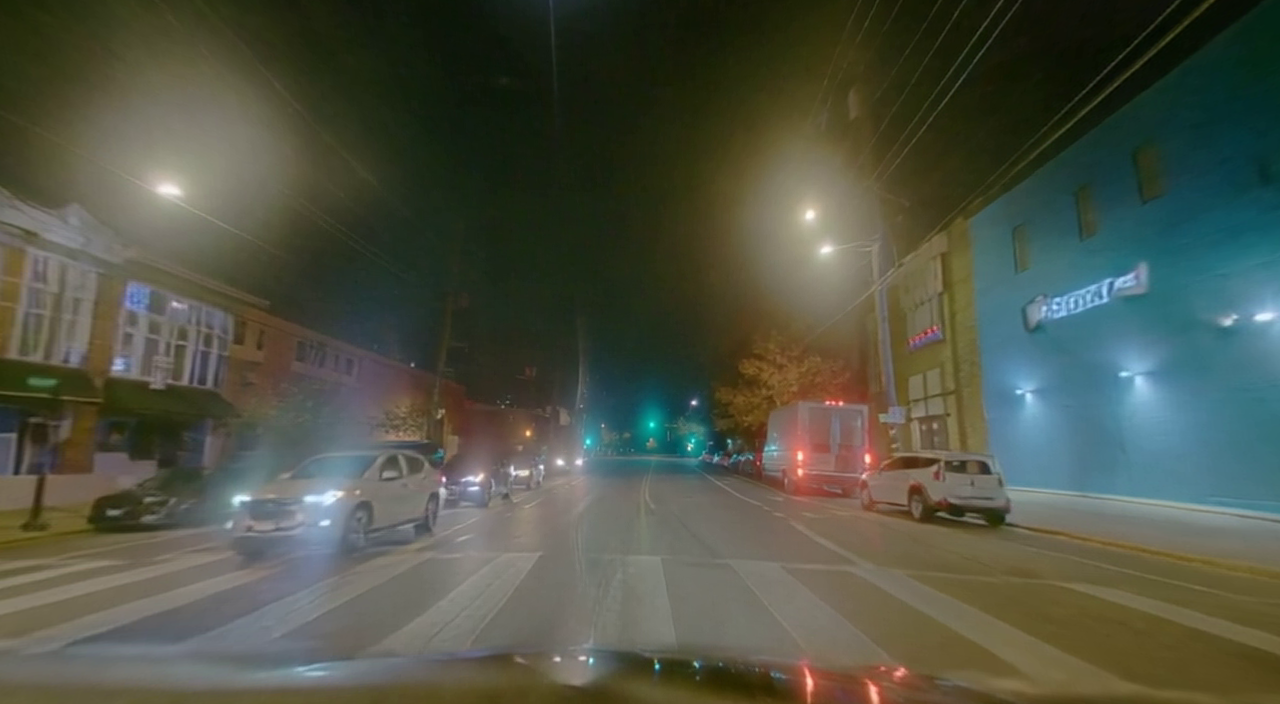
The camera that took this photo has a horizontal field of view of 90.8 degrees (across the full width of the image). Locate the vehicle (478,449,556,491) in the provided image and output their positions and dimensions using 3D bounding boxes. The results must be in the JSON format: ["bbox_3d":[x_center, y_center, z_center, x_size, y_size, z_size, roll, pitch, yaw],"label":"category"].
[{"bbox_3d":[-4.730,4.579,25.023,1.845,1.469,4.413,-1,-8,5],"label":"vehicle"}]

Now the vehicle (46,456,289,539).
[{"bbox_3d":[-10.011,3.062,13.936,1.978,1.452,4.263,0,-8,1],"label":"vehicle"}]

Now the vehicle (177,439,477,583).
[{"bbox_3d":[-3.870,2.002,8.864,2.050,1.505,4.219,0,-8,0],"label":"vehicle"}]

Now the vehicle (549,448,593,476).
[{"bbox_3d":[-3.959,6.381,36.888,1.925,1.479,4.444,0,-8,2],"label":"vehicle"}]

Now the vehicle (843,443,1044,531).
[{"bbox_3d":[6.491,2.880,14.188,1.963,1.646,4.204,1,-9,-8],"label":"vehicle"}]

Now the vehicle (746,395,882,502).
[{"bbox_3d":[5.910,3.465,22.969,2.815,3.203,7.558,0,-8,0],"label":"vehicle"}]
